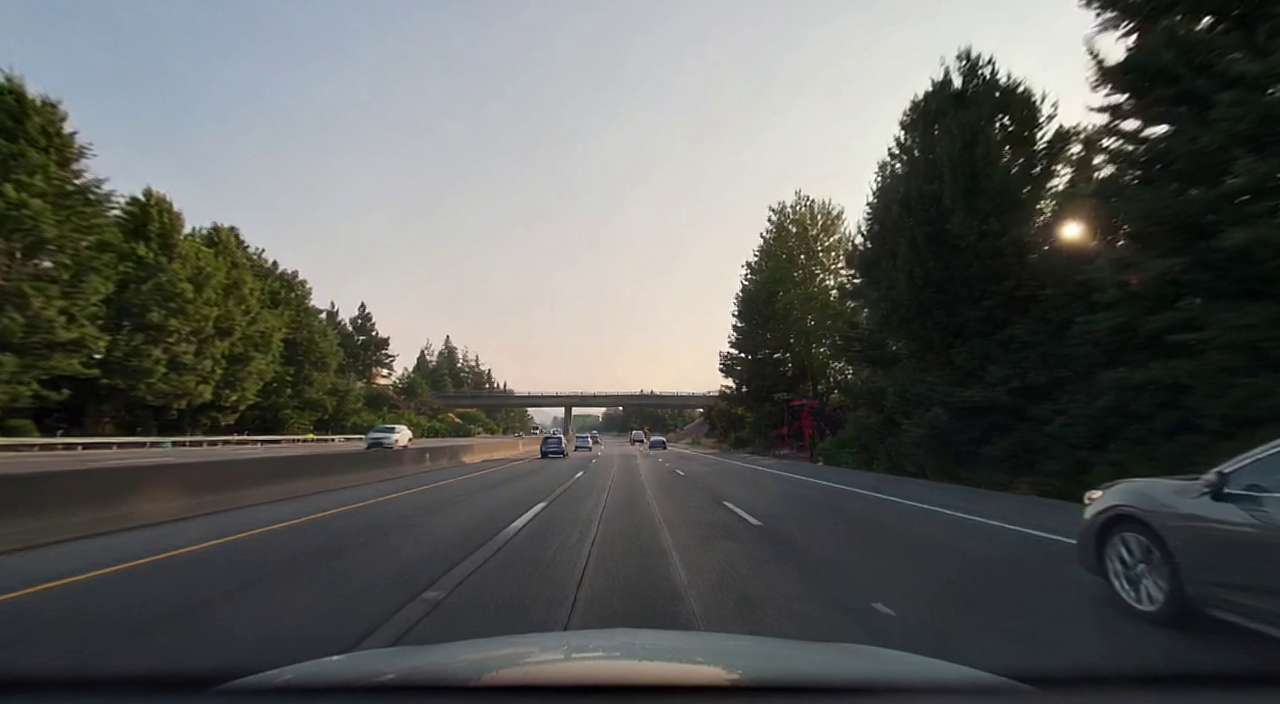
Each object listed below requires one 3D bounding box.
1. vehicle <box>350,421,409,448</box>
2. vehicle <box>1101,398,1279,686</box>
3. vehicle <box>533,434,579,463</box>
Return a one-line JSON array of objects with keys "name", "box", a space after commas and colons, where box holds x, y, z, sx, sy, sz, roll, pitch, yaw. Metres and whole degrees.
[{"name": "vehicle", "box": [-14.281, 4.544, 34.677, 1.719, 1.416, 3.751, 0, -8, -2]}, {"name": "vehicle", "box": [4.448, 0.941, 2.746, 1.956, 1.546, 3.763, 0, -8, -1]}, {"name": "vehicle", "box": [-4.369, 5.071, 33.229, 1.966, 1.460, 3.519, 0, -8, -1]}]
